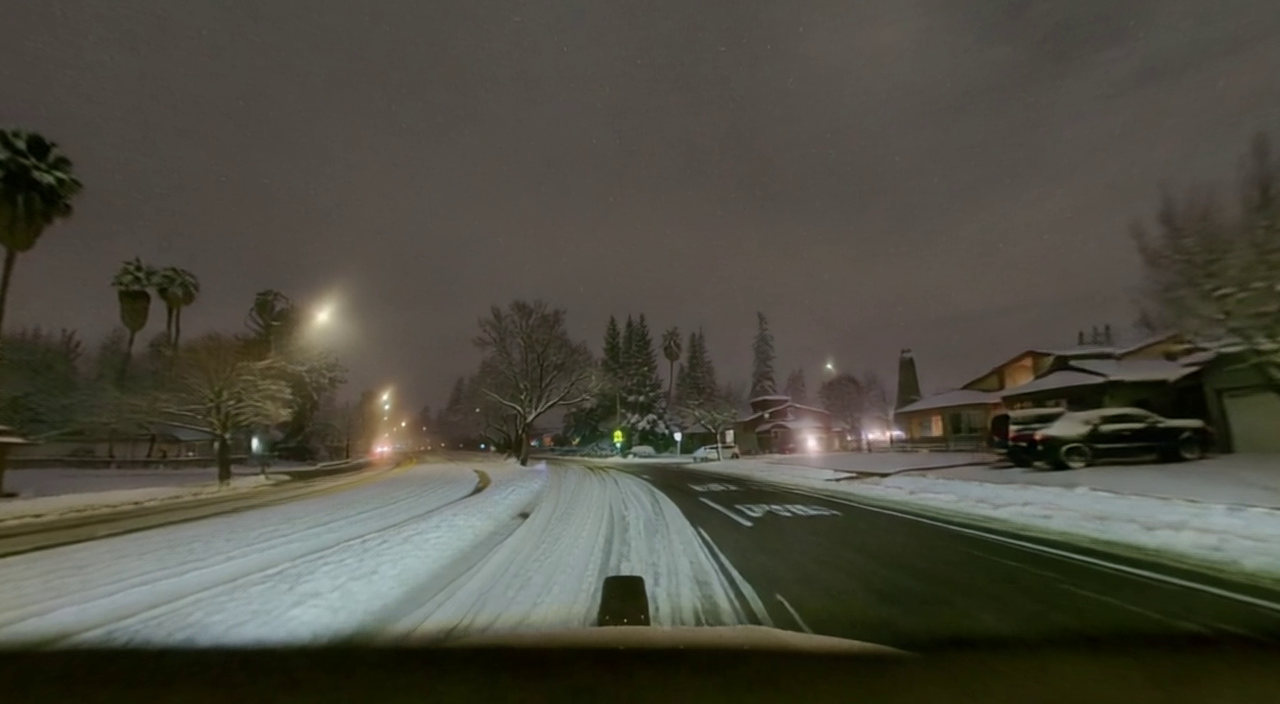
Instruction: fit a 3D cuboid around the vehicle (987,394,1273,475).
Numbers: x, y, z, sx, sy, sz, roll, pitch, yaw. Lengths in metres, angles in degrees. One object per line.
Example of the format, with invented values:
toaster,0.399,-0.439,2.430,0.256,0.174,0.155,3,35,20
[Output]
vehicle,13.871,2.487,18.485,6.051,2.092,2.231,-3,-11,19
